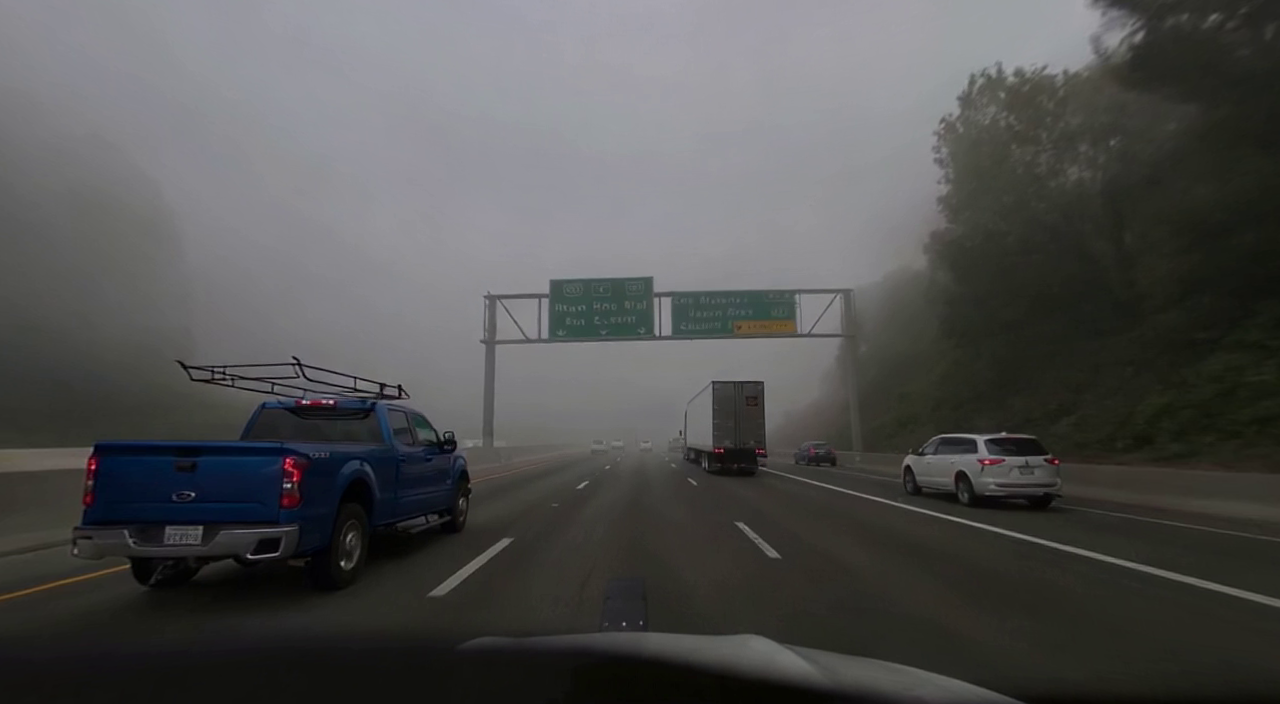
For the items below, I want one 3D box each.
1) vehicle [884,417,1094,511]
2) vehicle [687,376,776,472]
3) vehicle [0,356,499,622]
[{"bbox_3d":[7.330,2.412,13.973,1.999,1.700,4.640,0,-8,0],"label":"vehicle"},{"bbox_3d":[4.361,3.999,33.286,2.885,4.036,12.891,0,-8,1],"label":"vehicle"},{"bbox_3d":[-3.880,1.524,8.095,2.599,2.054,6.288,0,-9,1],"label":"vehicle"}]
